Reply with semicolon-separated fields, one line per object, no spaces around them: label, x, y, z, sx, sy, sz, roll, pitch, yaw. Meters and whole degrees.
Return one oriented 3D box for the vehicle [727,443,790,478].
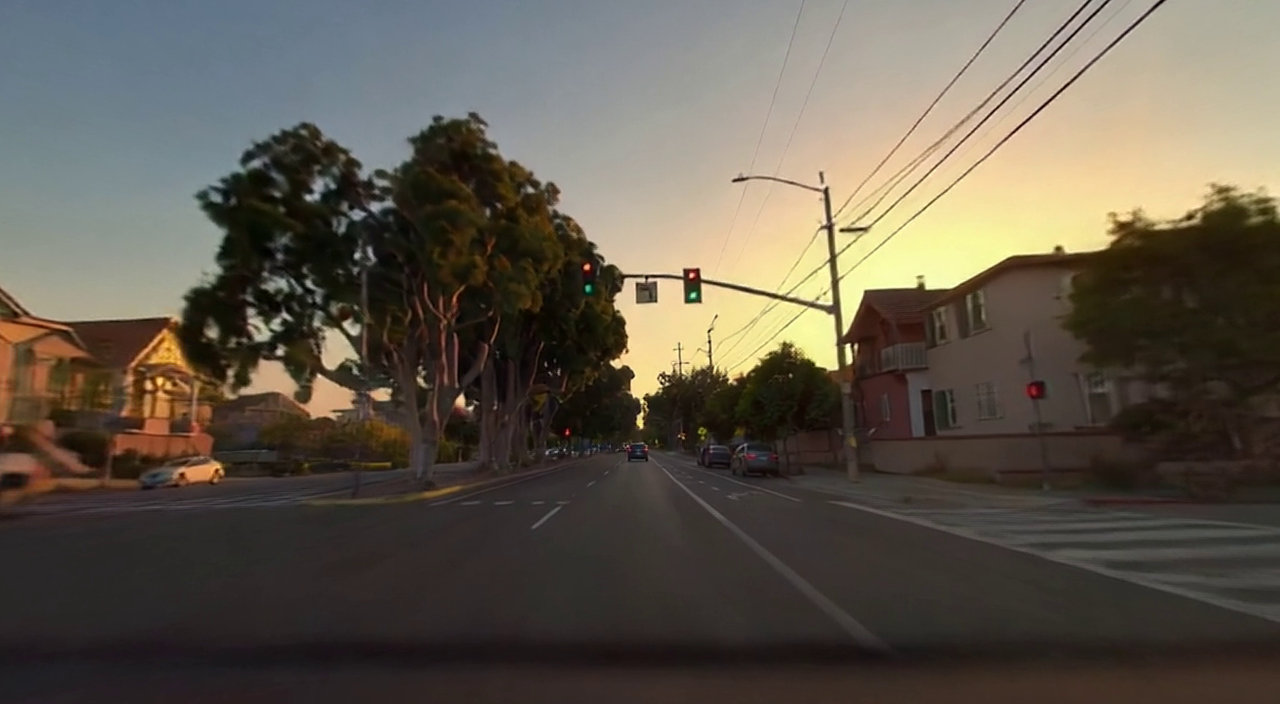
vehicle;5.656;5.226;30.764;2.066;1.552;4.799;0;-8;-1

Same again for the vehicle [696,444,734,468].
vehicle;5.450;7.647;46.651;2.131;1.604;5.543;0;-8;0

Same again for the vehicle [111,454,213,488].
vehicle;-25.861;6.417;34.423;1.912;1.681;4.625;0;-9;-1
